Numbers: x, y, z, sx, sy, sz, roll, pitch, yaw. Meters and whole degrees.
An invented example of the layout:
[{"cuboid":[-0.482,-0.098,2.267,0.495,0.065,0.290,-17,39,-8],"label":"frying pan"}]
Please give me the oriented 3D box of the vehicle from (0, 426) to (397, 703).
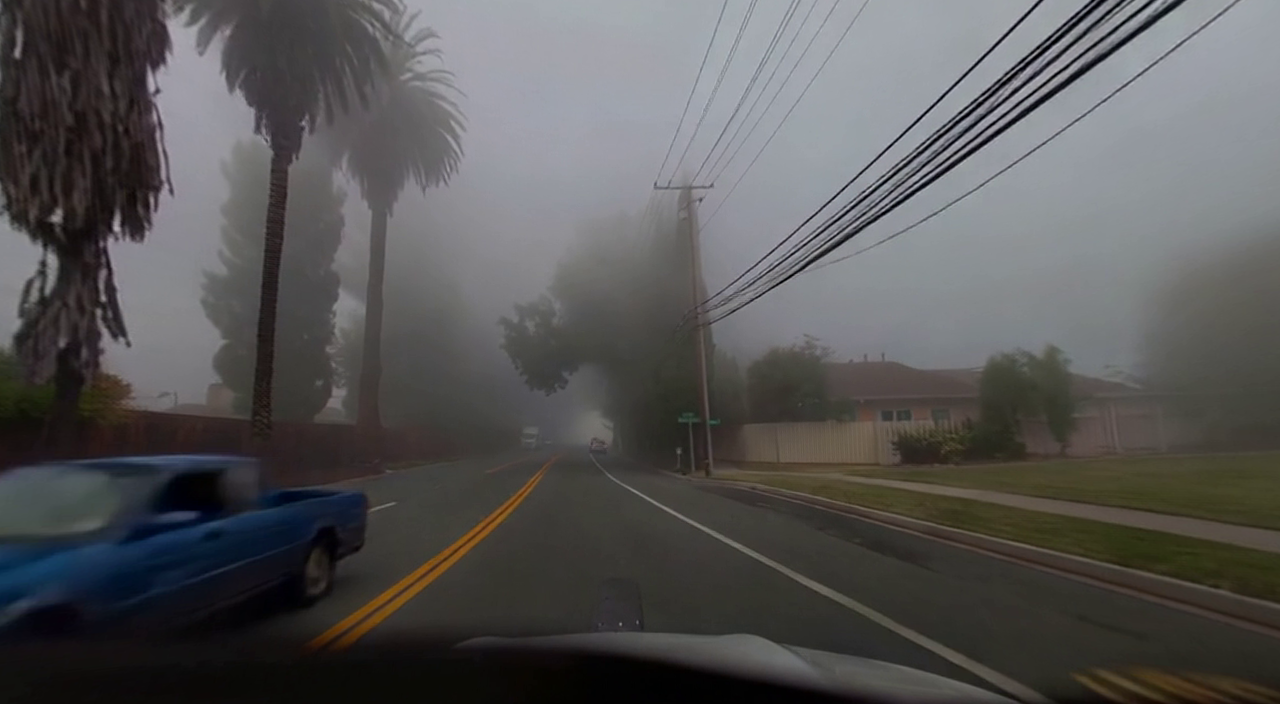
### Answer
[{"cuboid":[-3.877,1.460,5.321,2.061,1.510,4.457,0,-9,-3],"label":"vehicle"}]
